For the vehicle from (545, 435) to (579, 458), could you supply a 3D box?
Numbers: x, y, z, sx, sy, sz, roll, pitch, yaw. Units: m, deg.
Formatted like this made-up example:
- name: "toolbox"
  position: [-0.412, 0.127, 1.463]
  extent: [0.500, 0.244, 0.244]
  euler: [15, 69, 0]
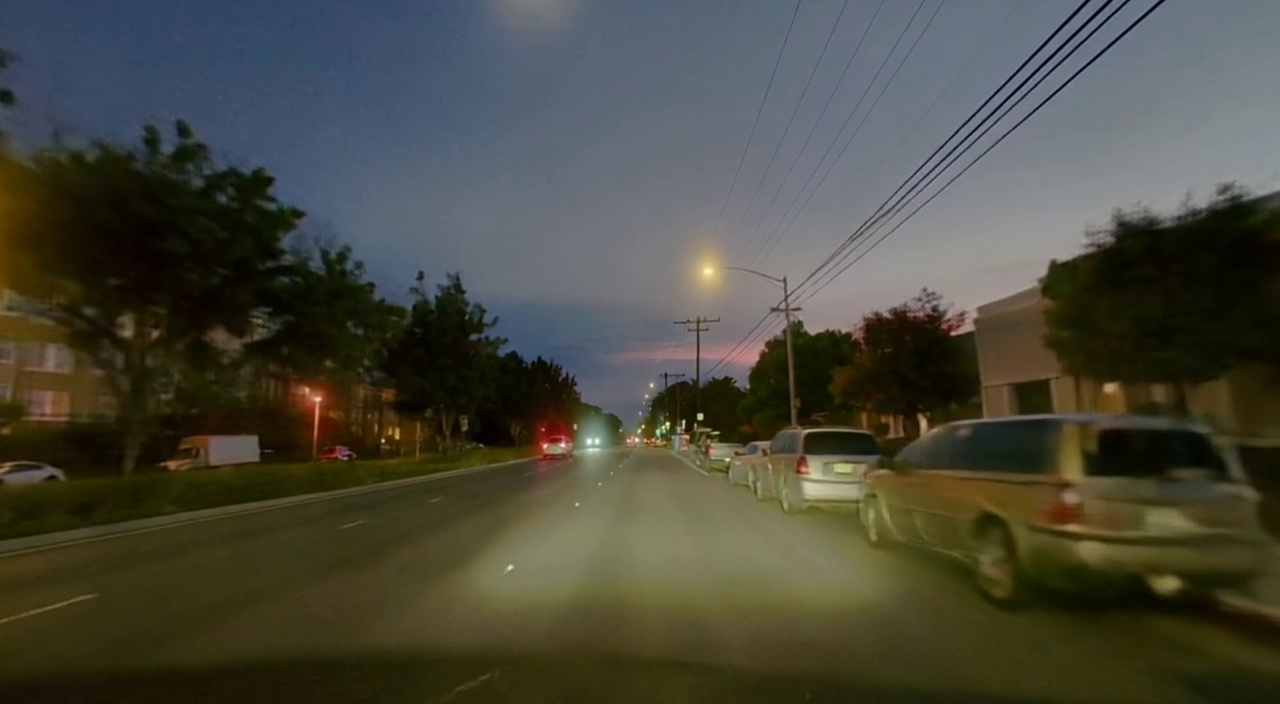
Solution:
- name: "vehicle"
  position: [-5.986, 7.299, 48.858]
  extent: [2.000, 1.671, 4.497]
  euler: [0, -8, 2]

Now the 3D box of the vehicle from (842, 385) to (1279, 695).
- name: "vehicle"
  position: [3.675, 1.356, 5.850]
  extent: [2.041, 1.661, 4.773]
  euler: [0, -8, 0]

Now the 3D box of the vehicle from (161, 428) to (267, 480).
- name: "vehicle"
  position: [-25.689, 6.171, 38.433]
  extent: [2.223, 2.895, 5.824]
  euler: [0, -8, 1]

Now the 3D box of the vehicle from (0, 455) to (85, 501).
- name: "vehicle"
  position: [-25.783, 5.093, 25.710]
  extent: [2.121, 1.699, 4.506]
  euler: [0, -8, 0]
